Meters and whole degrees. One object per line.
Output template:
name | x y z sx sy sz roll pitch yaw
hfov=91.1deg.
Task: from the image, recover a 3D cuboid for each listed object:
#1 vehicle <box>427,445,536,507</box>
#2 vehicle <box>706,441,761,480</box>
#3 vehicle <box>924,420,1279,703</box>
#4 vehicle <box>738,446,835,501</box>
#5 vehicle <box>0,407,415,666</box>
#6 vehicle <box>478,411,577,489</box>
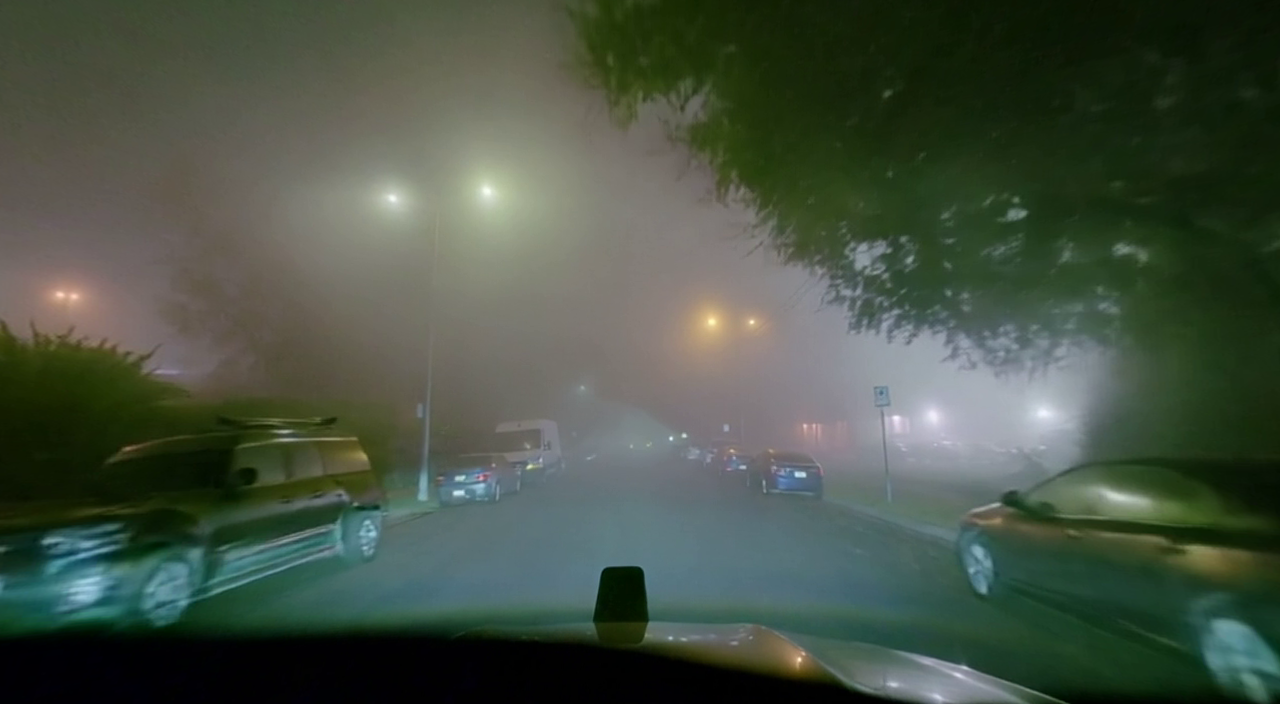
vehicle | -4.713 3.726 19.470 2.023 1.568 4.942 -3 -9 1
vehicle | 4.177 4.868 28.587 1.839 1.520 4.498 3 -8 1
vehicle | 4.087 1.377 4.324 2.068 1.532 4.663 5 -8 0
vehicle | 4.229 3.544 18.830 1.846 1.351 4.272 2 -8 -1
vehicle | -4.634 1.719 7.186 2.154 1.796 5.294 -2 -8 0
vehicle | -4.355 3.954 25.480 2.470 2.613 5.989 -4 -9 4
